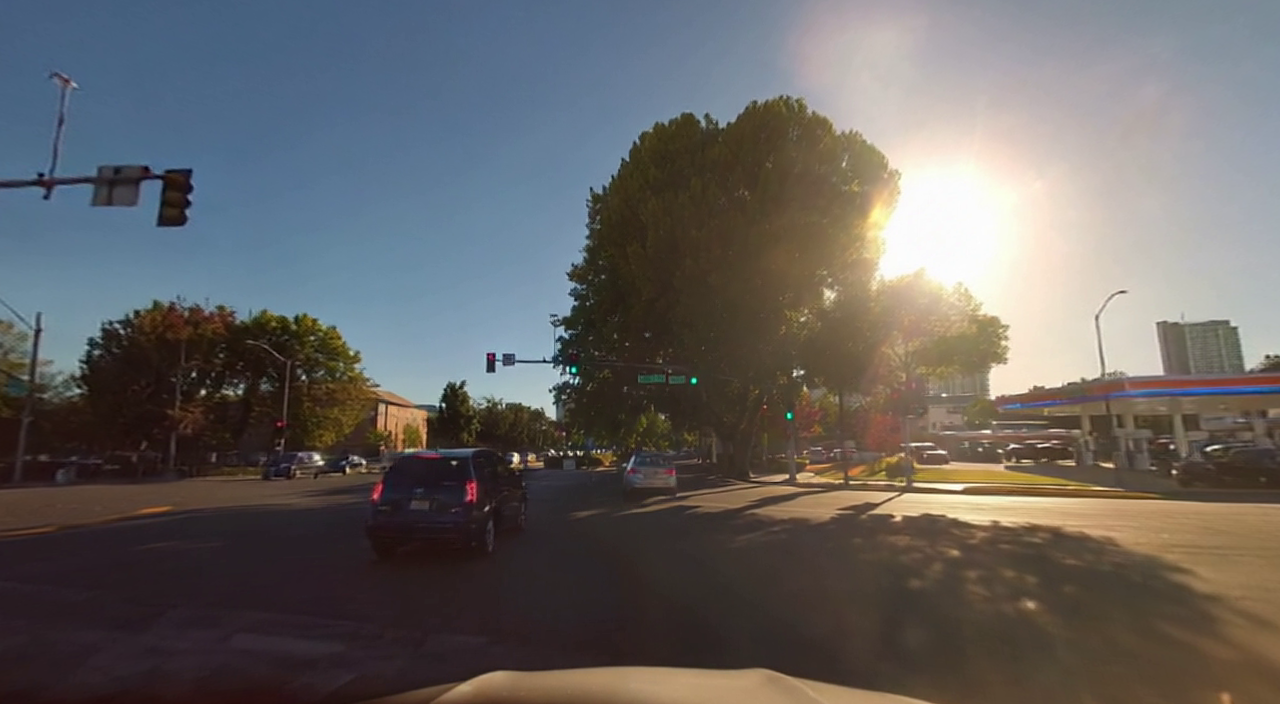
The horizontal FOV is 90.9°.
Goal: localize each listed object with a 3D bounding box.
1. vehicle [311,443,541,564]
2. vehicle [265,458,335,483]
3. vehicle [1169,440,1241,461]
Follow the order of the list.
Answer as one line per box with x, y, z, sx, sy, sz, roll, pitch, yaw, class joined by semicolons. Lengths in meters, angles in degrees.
-3.032;2.239;10.184;2.041;1.483;4.533;0;-9;1;vehicle
-20.881;7.293;38.957;1.821;1.371;4.545;0;-9;-1;vehicle
40.276;7.009;44.960;3.518;1.433;1.763;1;-9;-5;vehicle
